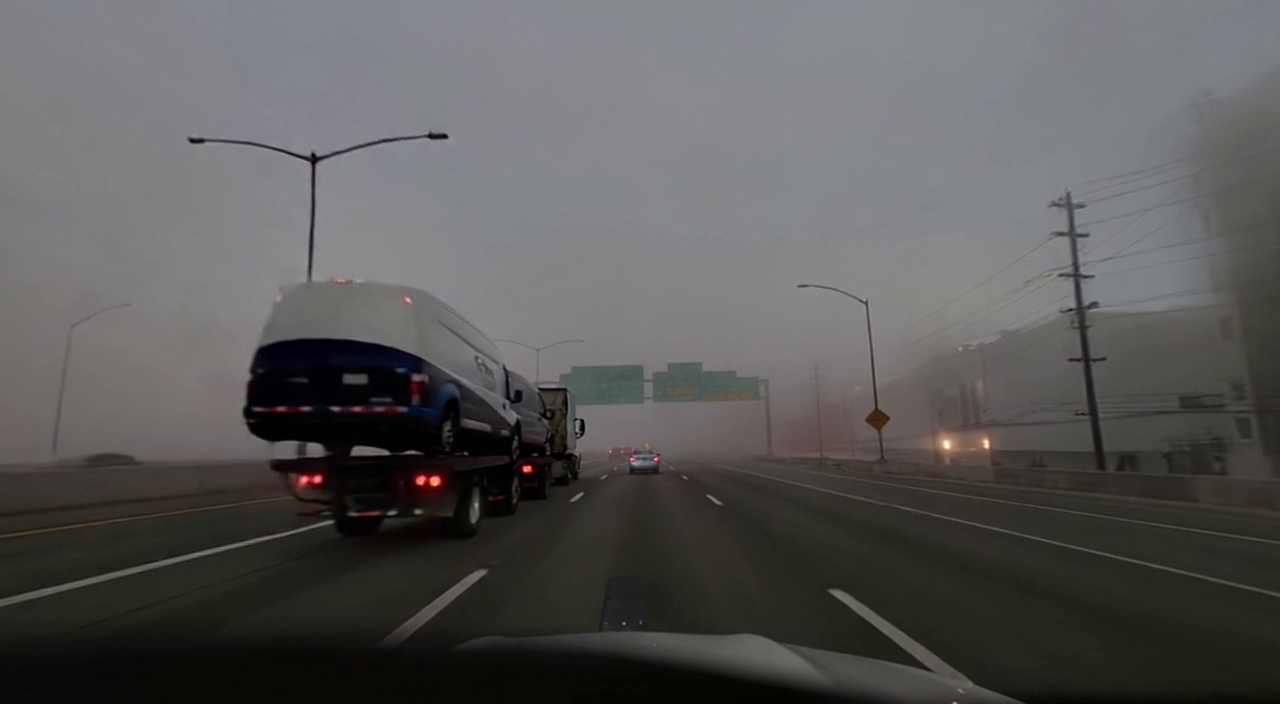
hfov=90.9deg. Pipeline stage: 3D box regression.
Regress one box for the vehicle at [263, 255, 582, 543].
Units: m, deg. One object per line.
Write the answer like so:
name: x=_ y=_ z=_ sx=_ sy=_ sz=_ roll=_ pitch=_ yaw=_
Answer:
vehicle: x=-3.933 y=1.835 z=17.520 sx=2.888 sy=4.308 sz=16.259 roll=0 pitch=-8 yaw=1

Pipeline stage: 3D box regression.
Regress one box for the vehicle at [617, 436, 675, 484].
vehicle: x=0.229 y=4.565 z=26.898 sx=2.279 sy=1.837 sz=4.747 roll=0 pitch=-8 yaw=0
